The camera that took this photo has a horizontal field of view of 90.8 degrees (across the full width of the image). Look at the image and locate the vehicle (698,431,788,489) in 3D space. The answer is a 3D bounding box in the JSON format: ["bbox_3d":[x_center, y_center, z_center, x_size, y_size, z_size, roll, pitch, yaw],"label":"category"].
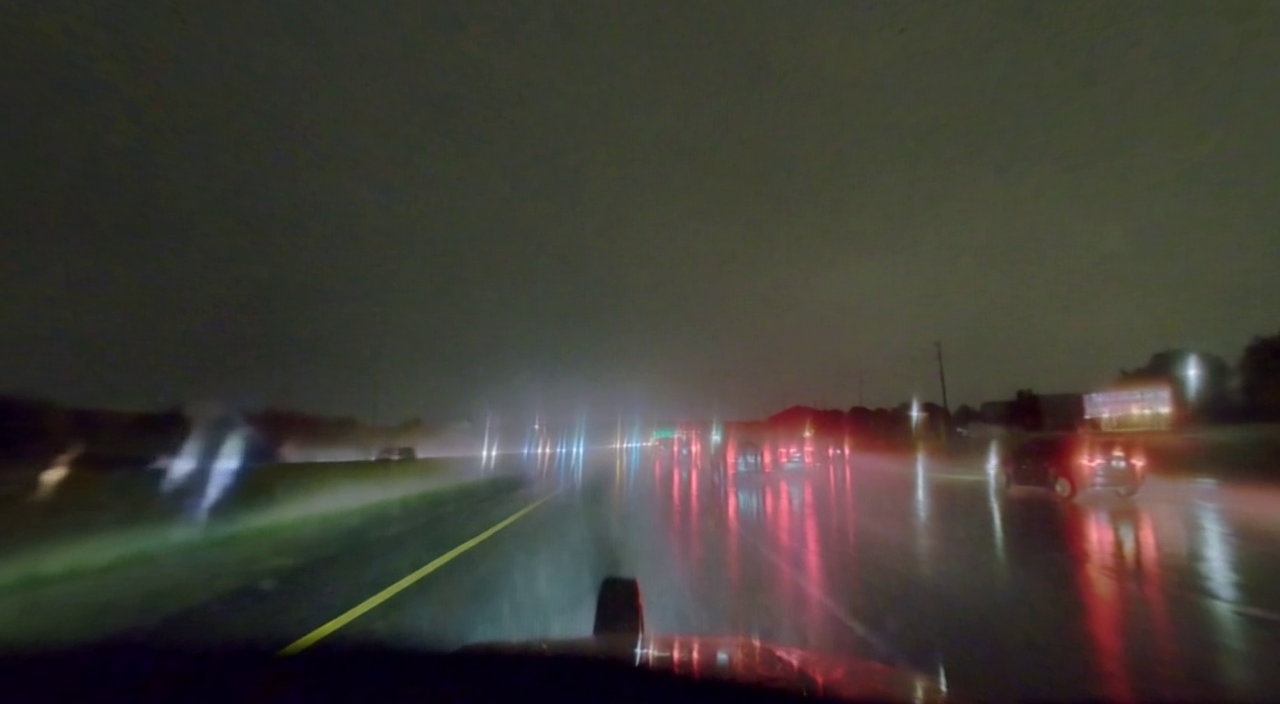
[{"bbox_3d":[3.122,3.385,20.161,1.977,1.601,4.598,0,-8,-2],"label":"vehicle"}]

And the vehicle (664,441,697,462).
[{"bbox_3d":[2.999,7.437,47.496,2.038,1.477,4.313,0,-8,-2],"label":"vehicle"}]

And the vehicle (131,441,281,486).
[{"bbox_3d":[-14.384,3.671,21.299,1.962,1.309,4.240,1,-8,2],"label":"vehicle"}]

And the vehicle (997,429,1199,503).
[{"bbox_3d":[10.965,2.737,15.594,1.844,1.560,4.085,0,-8,-1],"label":"vehicle"}]

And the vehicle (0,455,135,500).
[{"bbox_3d":[-22.113,4.796,24.467,2.023,1.514,3.744,0,-8,-1],"label":"vehicle"}]

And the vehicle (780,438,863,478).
[{"bbox_3d":[7.066,4.179,25.127,1.952,1.442,4.259,0,-8,-1],"label":"vehicle"}]
